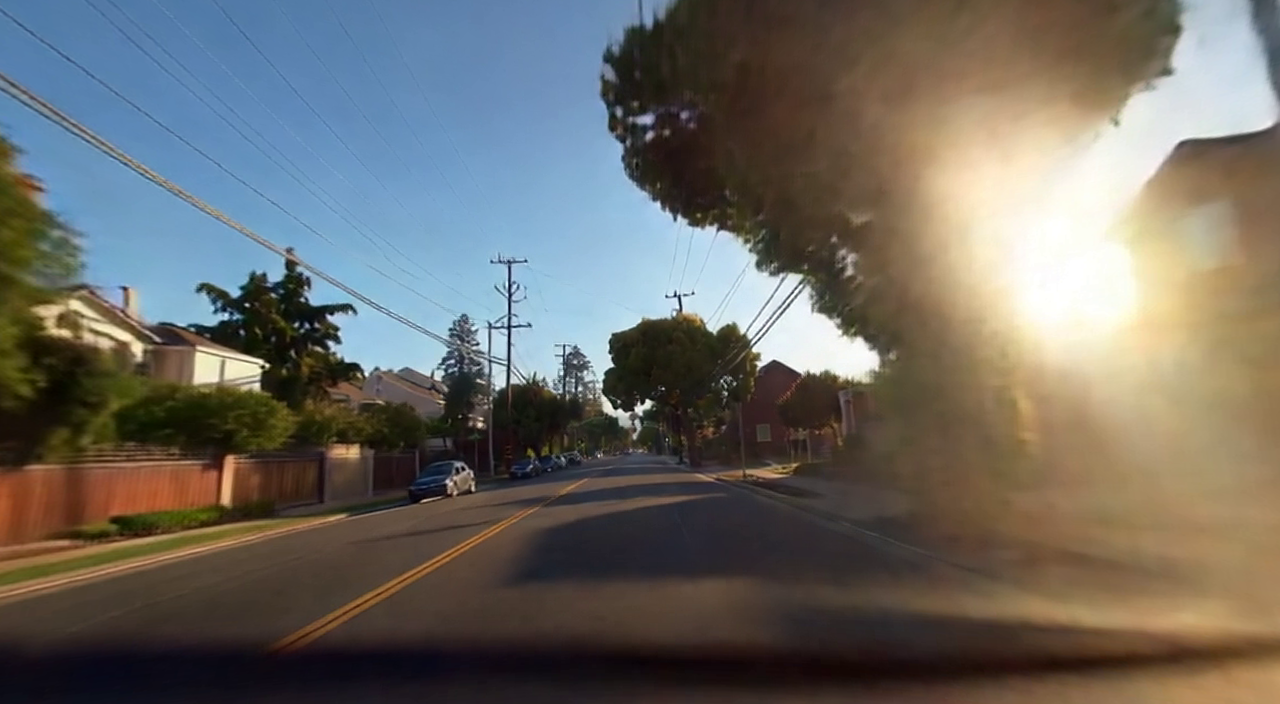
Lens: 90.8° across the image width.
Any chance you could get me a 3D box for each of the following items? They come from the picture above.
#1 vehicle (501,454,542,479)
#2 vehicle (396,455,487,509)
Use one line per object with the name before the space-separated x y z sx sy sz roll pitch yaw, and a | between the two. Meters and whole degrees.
vehicle | -7.761 7.510 41.650 1.949 1.512 3.818 0 -9 0
vehicle | -7.259 4.764 23.588 1.869 1.442 4.344 -9 -8 -1
